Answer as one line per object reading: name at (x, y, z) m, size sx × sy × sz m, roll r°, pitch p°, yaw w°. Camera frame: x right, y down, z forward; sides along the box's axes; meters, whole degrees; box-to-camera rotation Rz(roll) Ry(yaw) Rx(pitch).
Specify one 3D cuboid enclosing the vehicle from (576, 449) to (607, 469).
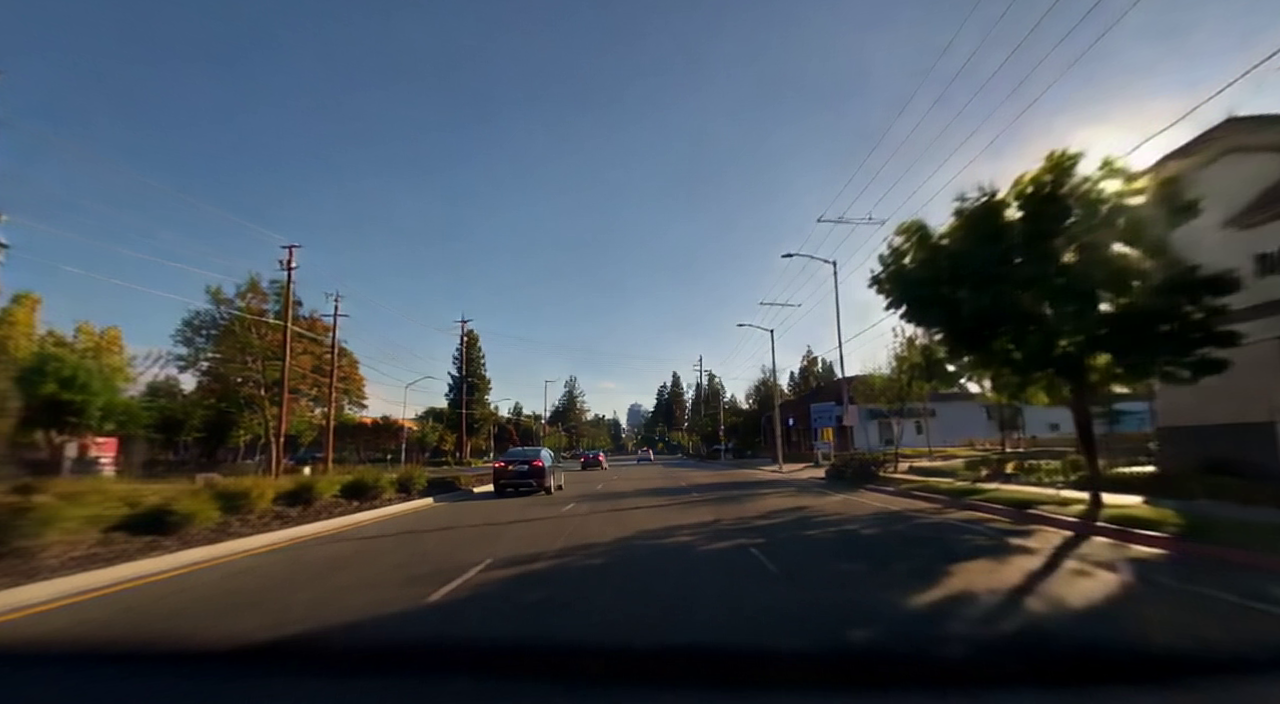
vehicle at (-3.754, 8.435, 49.590) m, size 2.039 × 1.479 × 4.257 m, roll 0°, pitch -9°, yaw 0°

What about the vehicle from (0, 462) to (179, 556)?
vehicle at (-8.067, 1.842, 7.673) m, size 2.700 × 0.905 × 2.928 m, roll 0°, pitch -9°, yaw -1°

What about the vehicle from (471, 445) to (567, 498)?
vehicle at (-3.592, 3.634, 19.586) m, size 2.076 × 1.444 × 4.328 m, roll 0°, pitch -9°, yaw 1°
